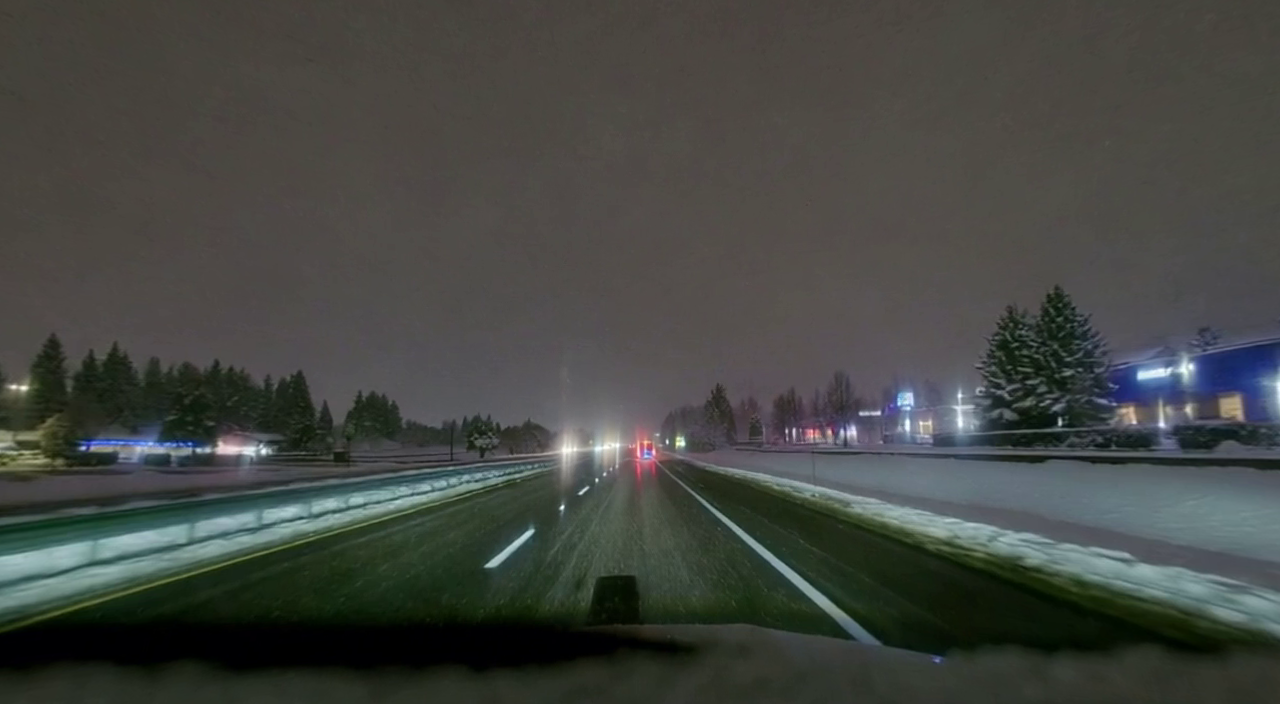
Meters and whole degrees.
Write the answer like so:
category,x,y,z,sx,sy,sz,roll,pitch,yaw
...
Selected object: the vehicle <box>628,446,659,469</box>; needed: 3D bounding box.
category,x,y,z,sx,sy,sz,roll,pitch,yaw
vehicle,0.269,7.291,43.770,2.014,1.507,3.960,0,-9,1
